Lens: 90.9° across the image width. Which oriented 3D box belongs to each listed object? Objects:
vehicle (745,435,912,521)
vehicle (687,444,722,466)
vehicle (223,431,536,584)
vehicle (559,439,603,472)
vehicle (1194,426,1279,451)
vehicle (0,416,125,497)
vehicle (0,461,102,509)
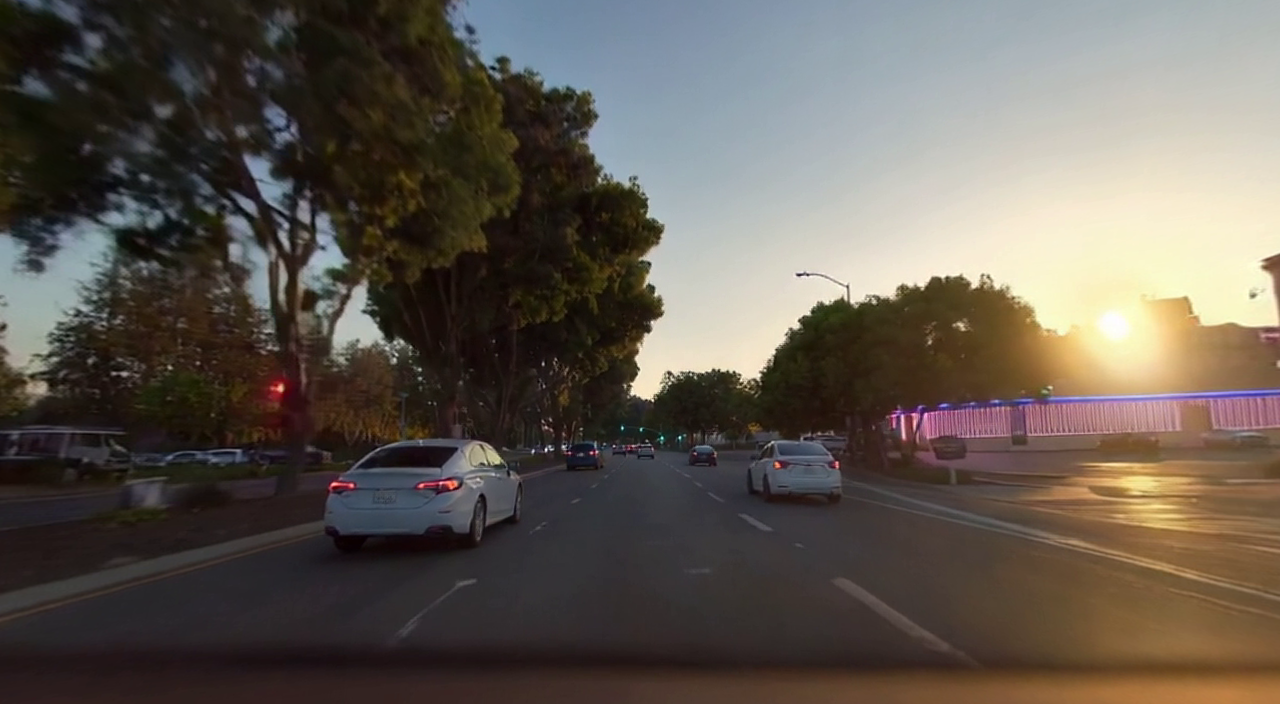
[{"bbox_3d":[3.689,2.555,13.391,2.036,1.480,4.659,0,-9,-1],"label":"vehicle"},{"bbox_3d":[4.520,7.329,44.951,1.996,1.443,4.270,0,-9,-1],"label":"vehicle"},{"bbox_3d":[-2.932,1.879,8.613,2.082,1.460,4.922,0,-9,1],"label":"vehicle"},{"bbox_3d":[-3.299,5.908,36.086,1.981,1.731,4.360,0,-9,1],"label":"vehicle"},{"bbox_3d":[37.621,5.408,39.143,4.451,1.479,1.961,-1,-8,2],"label":"vehicle"},{"bbox_3d":[-29.955,4.842,29.340,8.970,3.504,3.159,0,-8,0],"label":"vehicle"},{"bbox_3d":[-22.271,4.749,22.771,1.822,1.483,4.236,0,-9,1],"label":"vehicle"}]
